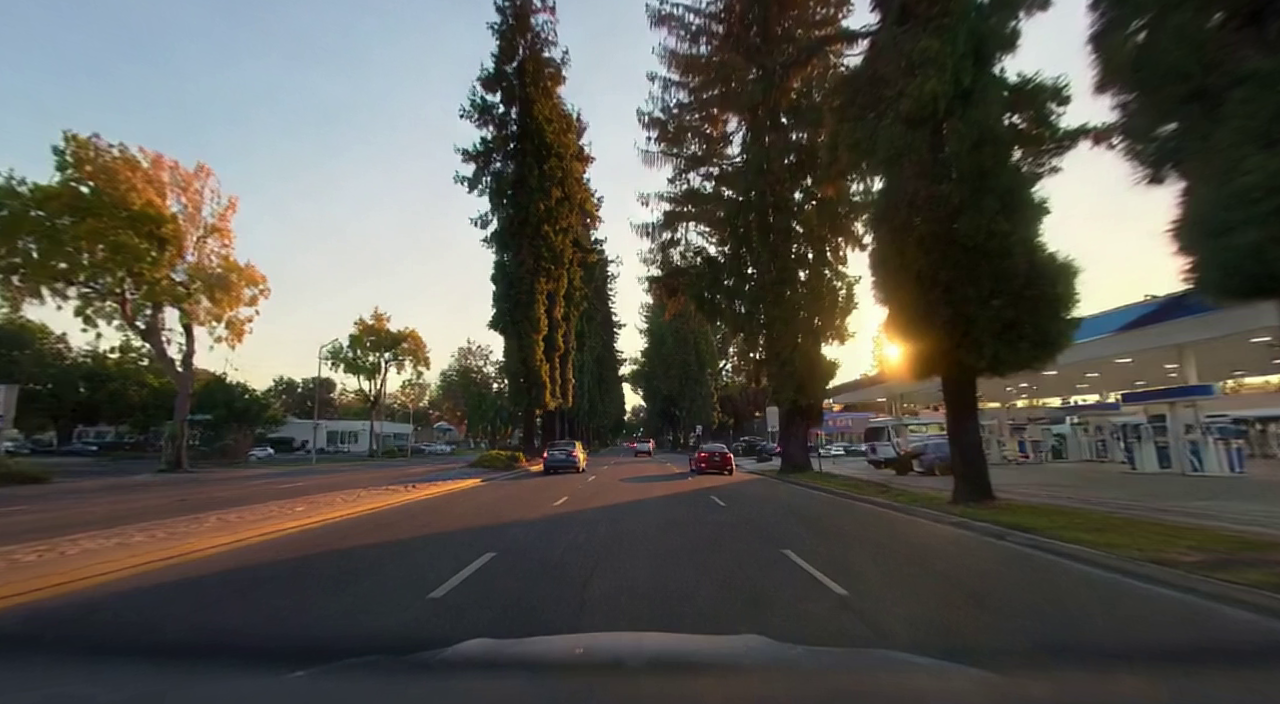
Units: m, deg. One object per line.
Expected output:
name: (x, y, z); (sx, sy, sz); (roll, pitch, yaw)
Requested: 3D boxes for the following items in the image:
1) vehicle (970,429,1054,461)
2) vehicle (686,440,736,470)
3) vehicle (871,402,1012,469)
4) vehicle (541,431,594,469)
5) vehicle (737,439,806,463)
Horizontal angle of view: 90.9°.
vehicle: (21.057, 5.335, 35.916); (2.029, 1.733, 4.440); (0, -9, 0)
vehicle: (3.654, 5.408, 33.321); (2.010, 1.486, 4.498); (0, -8, -1)
vehicle: (15.626, 4.512, 33.627); (3.133, 3.133, 8.198); (0, -8, -3)
vehicle: (-3.509, 4.861, 31.370); (2.051, 1.747, 4.370); (0, -8, 1)
vehicle: (9.689, 7.331, 46.765); (4.526, 1.768, 2.056); (1, -9, -9)
